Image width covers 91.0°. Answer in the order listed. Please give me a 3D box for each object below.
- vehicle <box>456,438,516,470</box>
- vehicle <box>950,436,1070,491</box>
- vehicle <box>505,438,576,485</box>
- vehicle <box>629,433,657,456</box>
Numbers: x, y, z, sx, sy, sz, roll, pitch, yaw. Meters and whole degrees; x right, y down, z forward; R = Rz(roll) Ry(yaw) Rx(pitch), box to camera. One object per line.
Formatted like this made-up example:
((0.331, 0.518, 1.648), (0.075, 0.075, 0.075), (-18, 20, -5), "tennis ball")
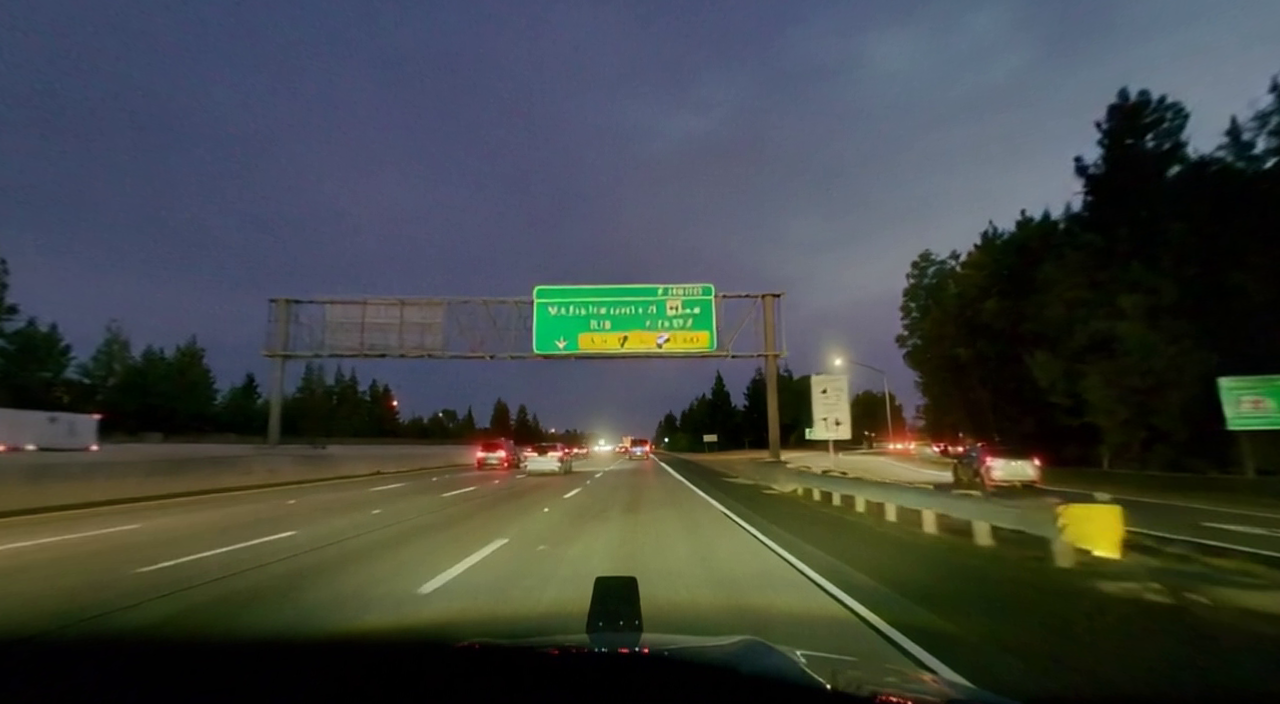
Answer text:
((-10.383, 6.953, 43.105), (2.519, 2.029, 6.180), (0, -9, 1), "vehicle")
((13.680, 4.144, 23.714), (2.200, 1.827, 4.822), (-2, -9, 10), "vehicle")
((-3.857, 4.323, 25.177), (2.094, 1.695, 4.260), (0, -9, 1), "vehicle")
((0.269, 7.342, 49.830), (2.146, 1.687, 4.341), (0, -9, 1), "vehicle")
